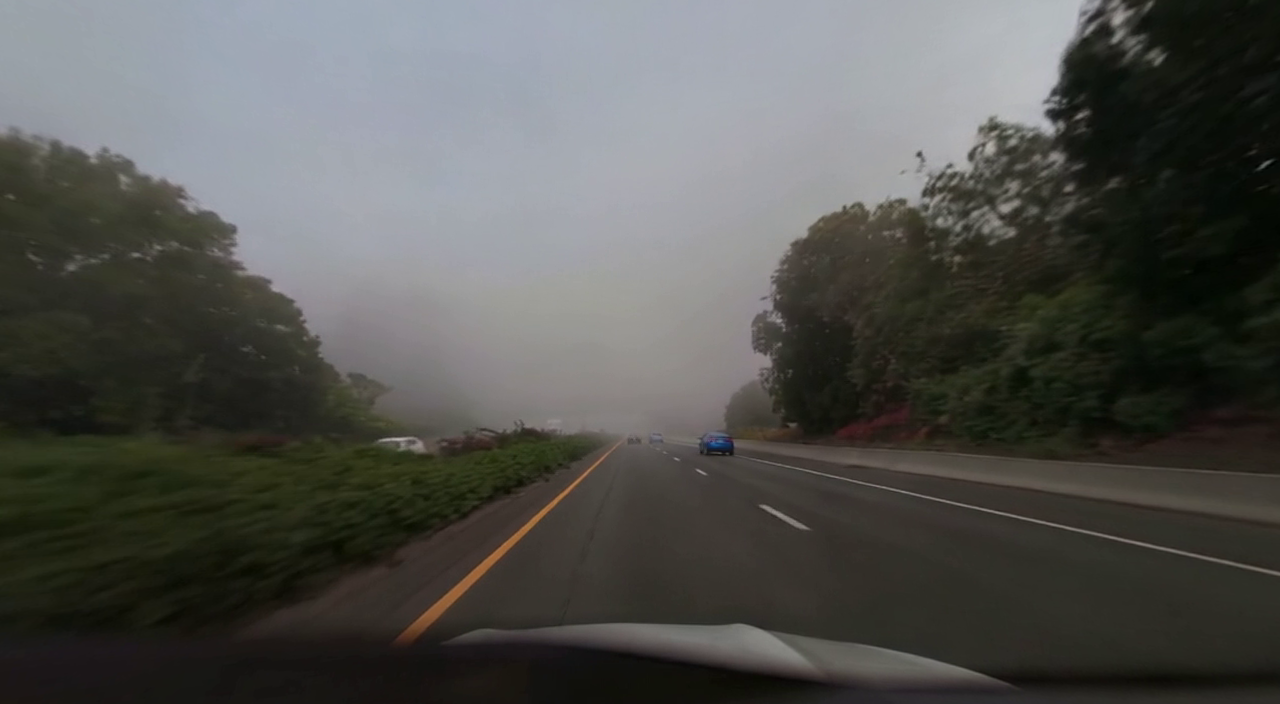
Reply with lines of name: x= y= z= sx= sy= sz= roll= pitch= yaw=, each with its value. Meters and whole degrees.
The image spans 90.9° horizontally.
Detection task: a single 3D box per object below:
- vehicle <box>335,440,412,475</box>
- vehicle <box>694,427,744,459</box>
vehicle: x=-12.586 y=4.964 z=30.073 sx=1.852 sy=1.492 sz=4.463 roll=0 pitch=-8 yaw=-1
vehicle: x=4.294 y=4.982 z=34.741 sx=2.073 sy=1.651 sz=4.065 roll=0 pitch=-8 yaw=-2
